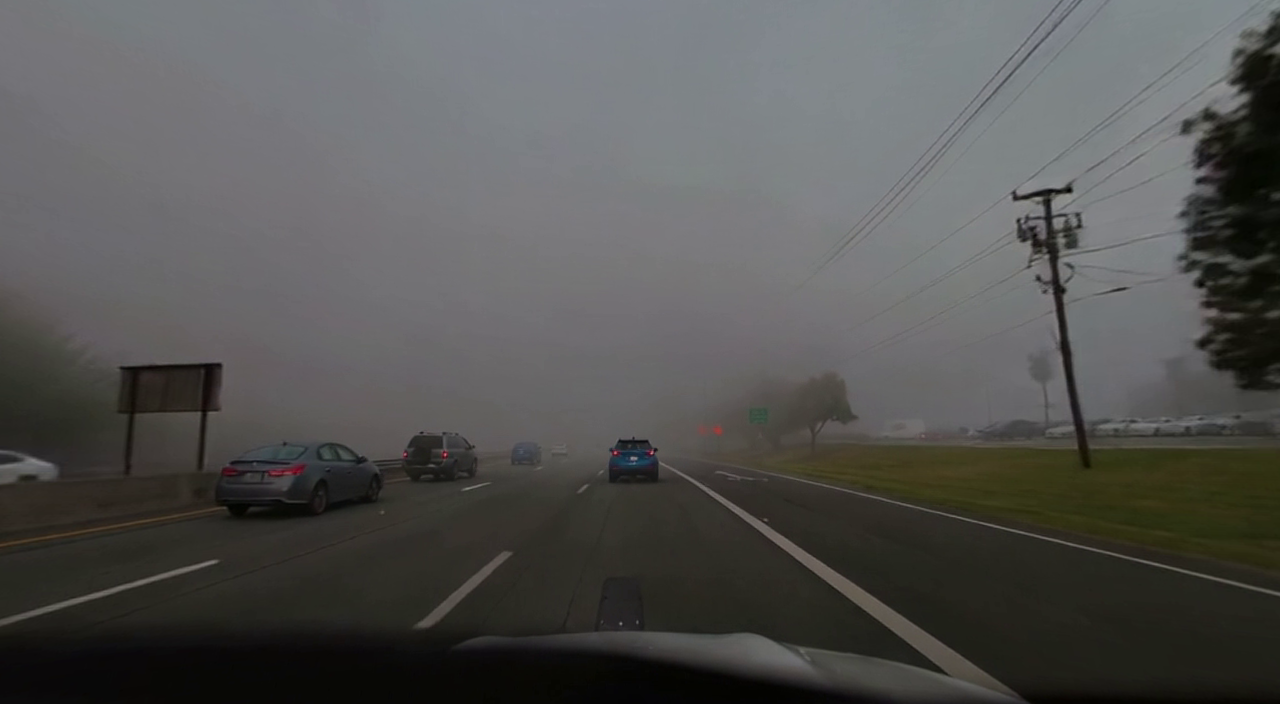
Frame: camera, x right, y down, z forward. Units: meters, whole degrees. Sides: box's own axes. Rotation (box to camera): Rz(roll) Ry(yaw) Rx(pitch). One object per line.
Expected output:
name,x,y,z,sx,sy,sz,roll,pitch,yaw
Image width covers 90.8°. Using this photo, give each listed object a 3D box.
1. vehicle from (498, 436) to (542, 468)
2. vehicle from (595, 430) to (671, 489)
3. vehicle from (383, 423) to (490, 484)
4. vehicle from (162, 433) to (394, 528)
vehicle,-7.131,5.967,37.918,1.914,1.756,4.179,0,-8,-2
vehicle,-0.216,3.346,20.001,2.140,1.653,4.108,0,-8,-1
vehicle,-6.995,3.557,22.390,2.144,1.905,4.967,0,-8,0
vehicle,-6.677,2.391,12.411,1.900,1.483,4.547,0,-8,0
